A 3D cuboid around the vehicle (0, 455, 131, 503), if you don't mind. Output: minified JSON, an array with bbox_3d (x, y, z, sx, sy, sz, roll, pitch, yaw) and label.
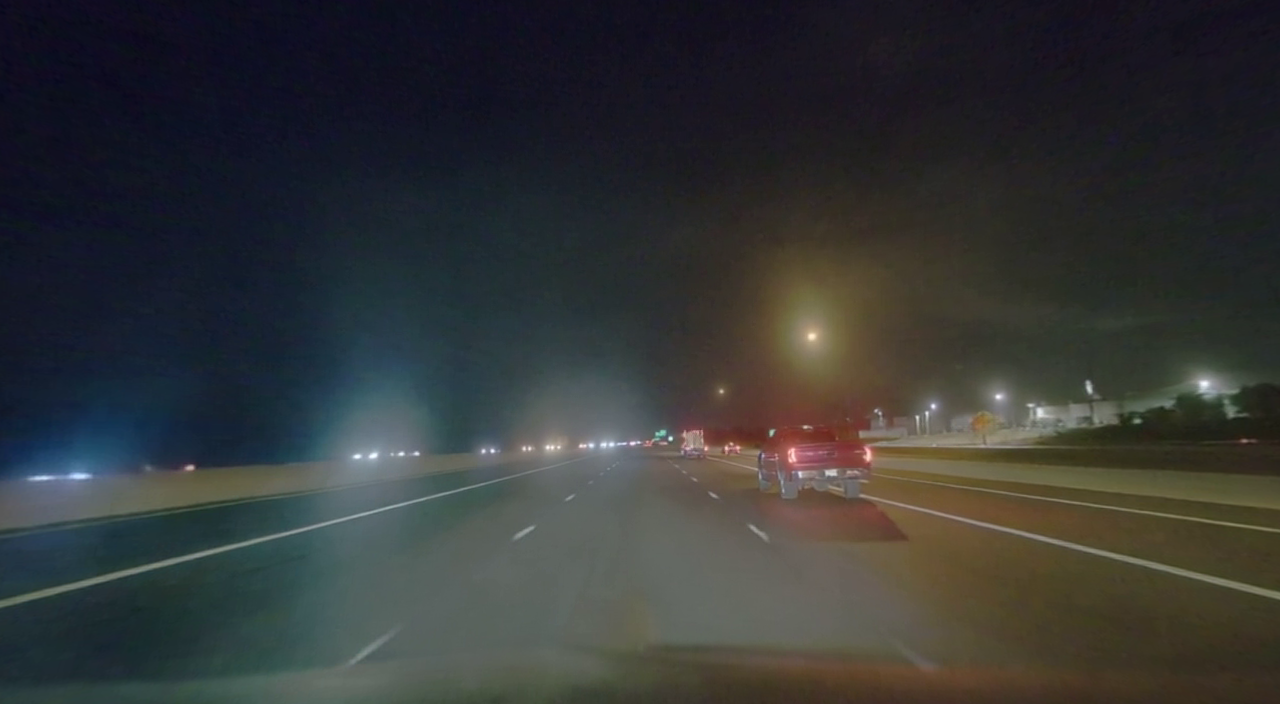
[{"bbox_3d":[-22.178,4.710,23.826,1.909,1.536,4.882,0,-8,-1],"label":"vehicle"}]

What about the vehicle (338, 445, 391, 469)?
[{"bbox_3d":[-20.722,7.917,47.594,1.929,1.688,4.519,0,-8,0],"label":"vehicle"}]
